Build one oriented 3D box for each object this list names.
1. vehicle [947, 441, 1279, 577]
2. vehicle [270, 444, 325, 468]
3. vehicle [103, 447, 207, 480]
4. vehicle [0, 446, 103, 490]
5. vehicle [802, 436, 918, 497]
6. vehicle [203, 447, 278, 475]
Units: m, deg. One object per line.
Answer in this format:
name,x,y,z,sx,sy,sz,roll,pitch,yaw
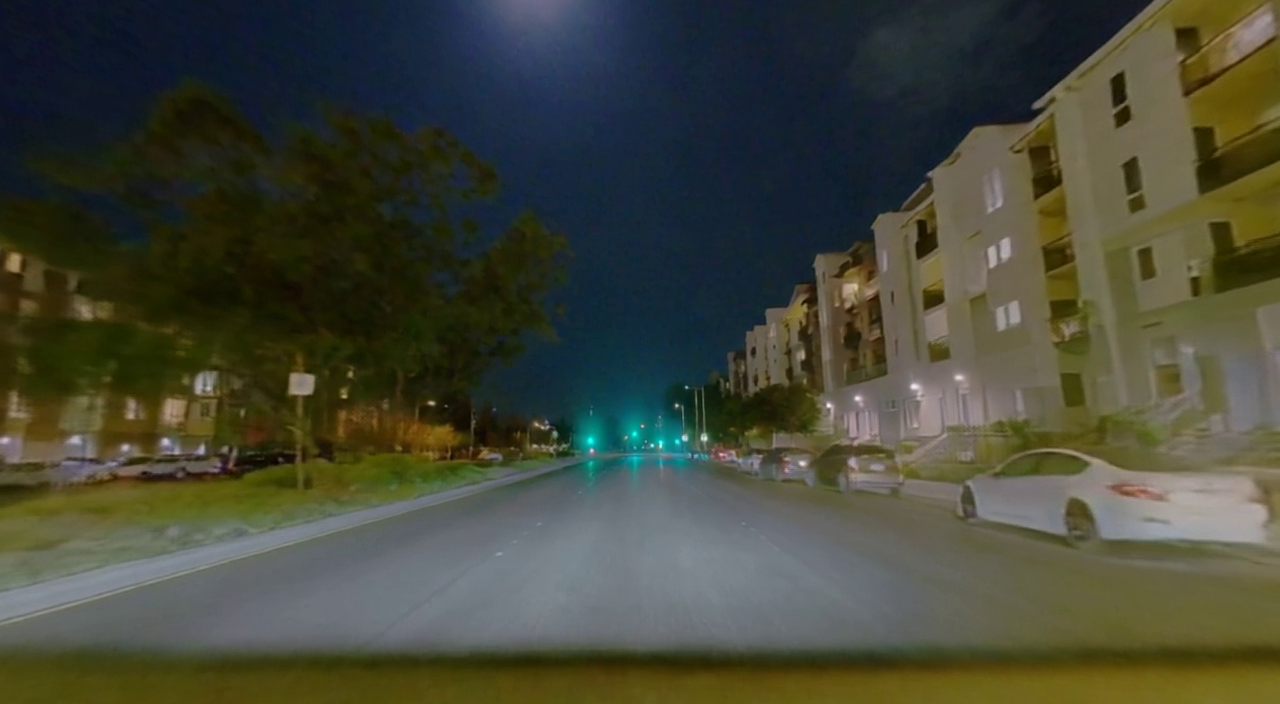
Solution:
vehicle,6.991,2.075,9.360,2.145,1.470,4.693,1,-8,-5
vehicle,-25.792,7.814,47.529,1.781,1.666,4.238,0,-8,0
vehicle,-25.861,5.935,33.798,1.996,1.650,4.382,0,-8,2
vehicle,-25.897,4.964,27.279,1.730,1.734,4.001,0,-8,-2
vehicle,6.758,3.536,19.928,2.078,1.699,4.292,0,-8,-1
vehicle,-25.661,6.967,40.594,1.945,1.694,4.329,0,-8,0
